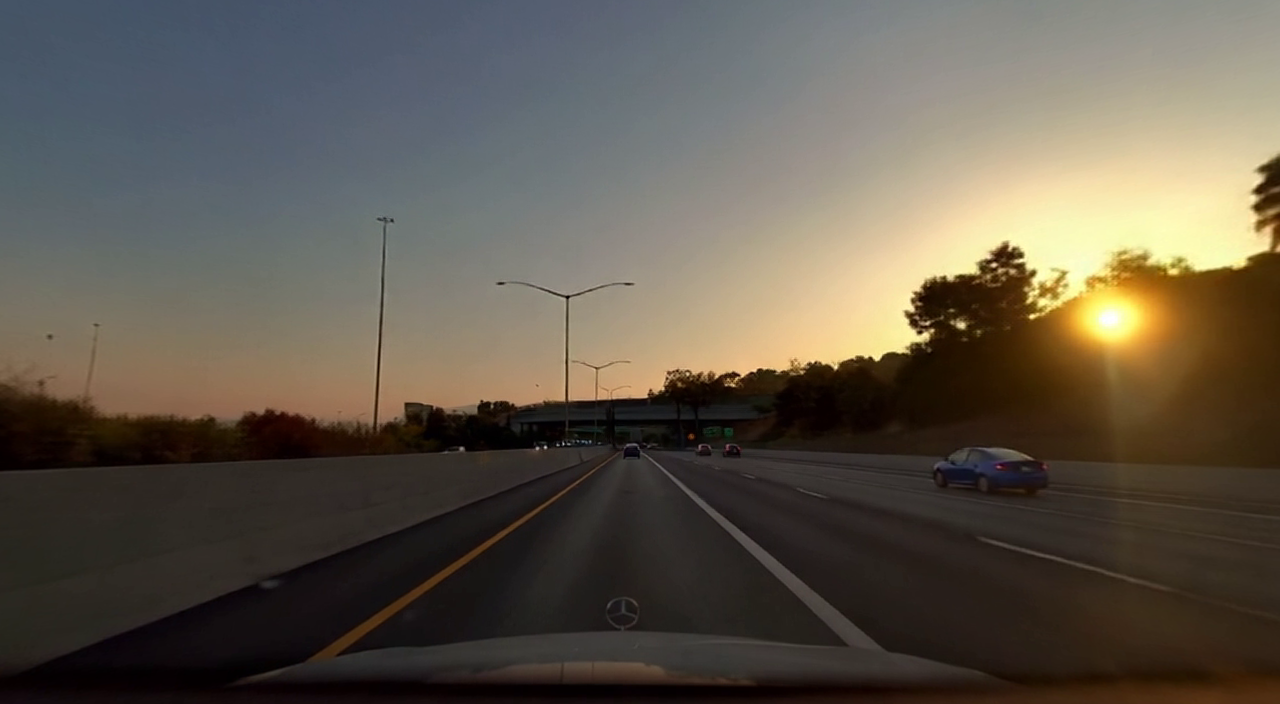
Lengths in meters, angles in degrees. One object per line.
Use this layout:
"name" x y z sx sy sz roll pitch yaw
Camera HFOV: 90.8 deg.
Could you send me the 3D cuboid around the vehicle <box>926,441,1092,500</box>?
"vehicle" 10.655 3.404 18.797 2.024 1.481 4.747 1 -8 -1
